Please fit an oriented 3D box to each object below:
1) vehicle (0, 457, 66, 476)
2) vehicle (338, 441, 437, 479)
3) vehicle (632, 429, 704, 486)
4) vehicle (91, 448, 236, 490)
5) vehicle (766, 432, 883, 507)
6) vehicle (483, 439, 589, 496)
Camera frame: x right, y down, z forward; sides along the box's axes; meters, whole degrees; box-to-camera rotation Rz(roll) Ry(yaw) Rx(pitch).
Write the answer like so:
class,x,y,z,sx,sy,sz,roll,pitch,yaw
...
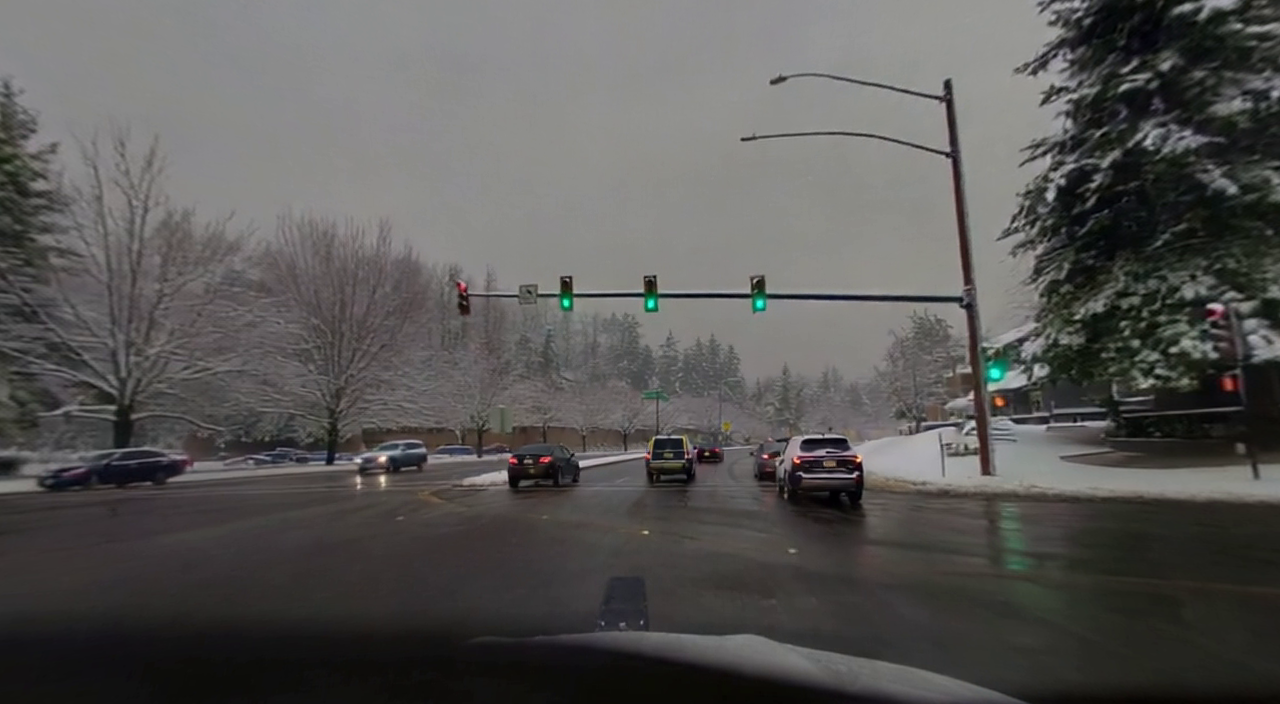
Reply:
class,x,y,z,sx,sy,sz,roll,pitch,yaw
vehicle,-45.424,8.576,47.124,3.435,1.356,1.713,-2,-9,7
vehicle,-10.958,4.722,27.764,2.009,1.527,4.534,-1,-9,7
vehicle,1.089,3.636,21.913,2.250,1.768,4.574,-1,-9,6
vehicle,-18.218,4.471,24.425,1.869,1.449,4.417,-1,-9,6
vehicle,4.224,2.745,15.027,1.859,1.540,3.454,-1,-9,2
vehicle,-2.919,3.381,18.810,2.006,1.464,4.586,-1,-9,5
